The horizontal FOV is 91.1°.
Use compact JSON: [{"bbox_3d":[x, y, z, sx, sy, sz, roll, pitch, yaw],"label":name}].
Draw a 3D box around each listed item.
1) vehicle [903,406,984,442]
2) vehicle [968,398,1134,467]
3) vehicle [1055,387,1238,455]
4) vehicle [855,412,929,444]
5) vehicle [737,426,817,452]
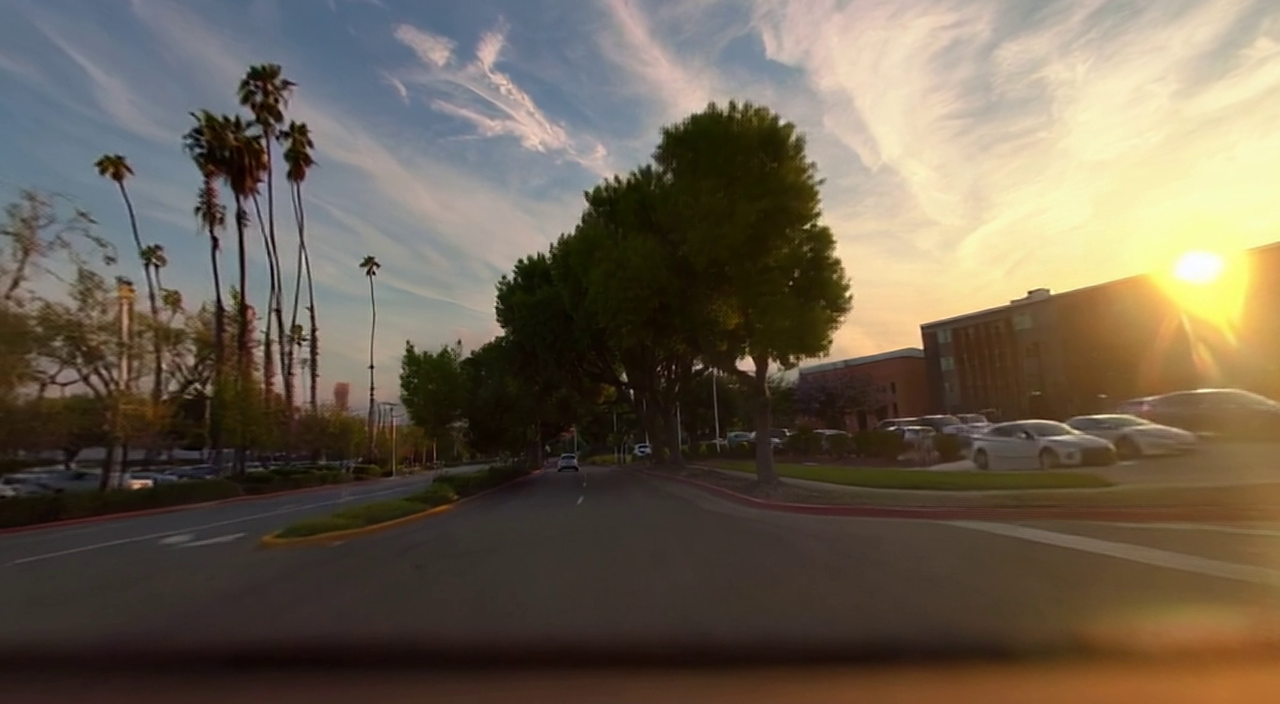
[{"bbox_3d":[18.201,4.412,37.912,1.992,1.767,4.848,-7,-9,-5],"label":"vehicle"},{"bbox_3d":[11.617,2.405,18.304,2.196,1.715,4.918,-1,-9,10],"label":"vehicle"},{"bbox_3d":[14.202,2.081,18.049,2.065,1.687,4.584,-2,-9,11],"label":"vehicle"},{"bbox_3d":[17.908,5.408,44.636,4.537,1.686,2.002,-3,-11,-21],"label":"vehicle"},{"bbox_3d":[8.919,5.713,41.208,4.671,1.630,2.200,0,-9,-3],"label":"vehicle"}]
